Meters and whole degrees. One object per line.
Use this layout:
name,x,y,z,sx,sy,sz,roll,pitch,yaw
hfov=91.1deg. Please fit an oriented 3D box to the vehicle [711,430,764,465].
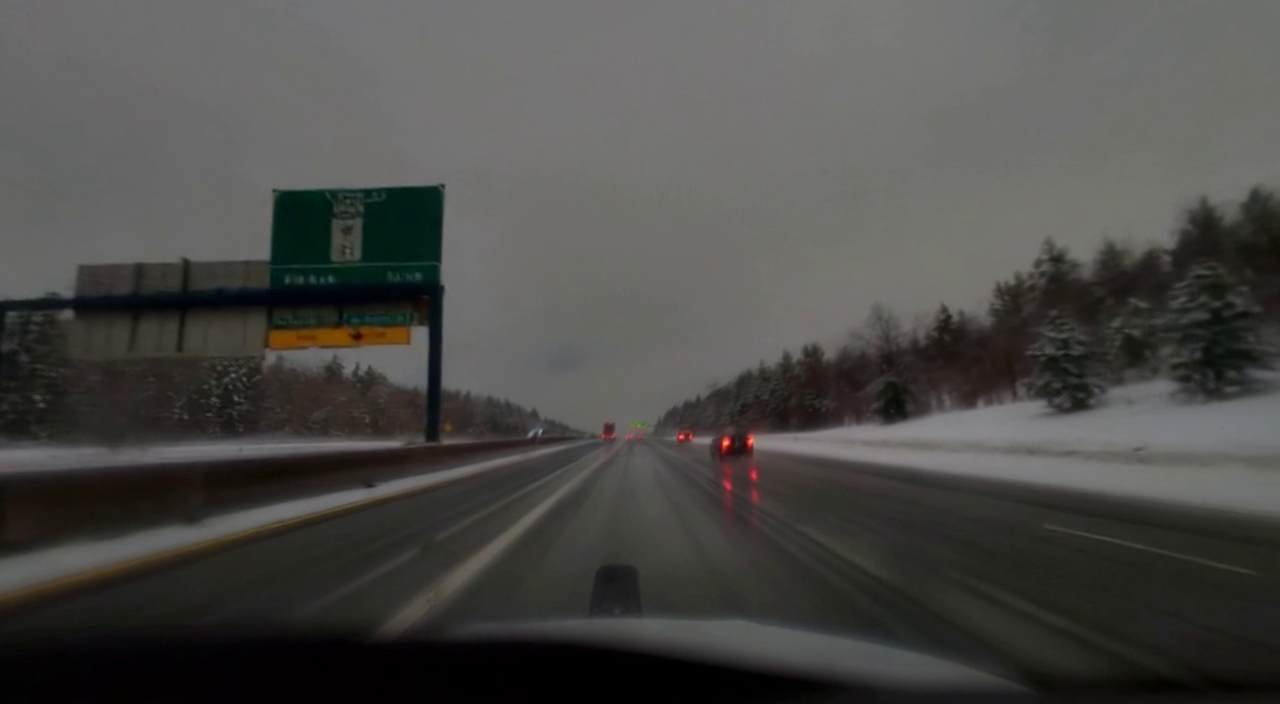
vehicle,4.418,4.364,29.028,1.802,1.492,3.804,0,-8,-1
